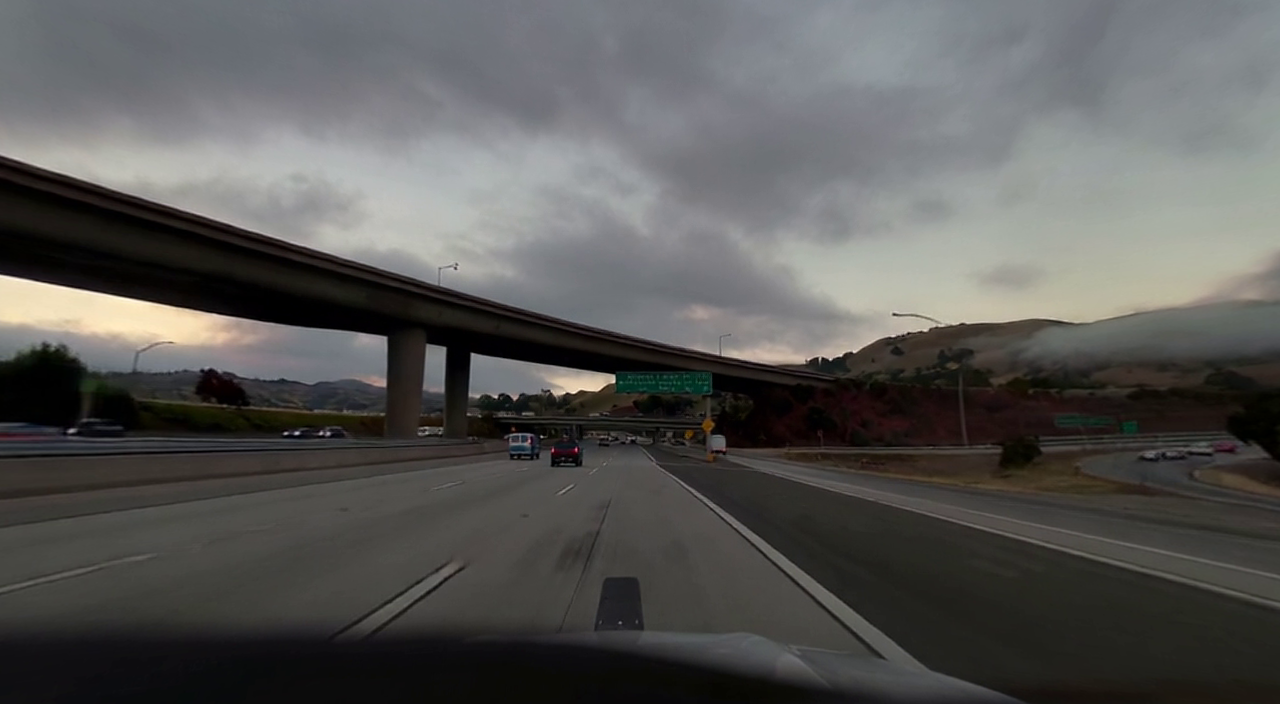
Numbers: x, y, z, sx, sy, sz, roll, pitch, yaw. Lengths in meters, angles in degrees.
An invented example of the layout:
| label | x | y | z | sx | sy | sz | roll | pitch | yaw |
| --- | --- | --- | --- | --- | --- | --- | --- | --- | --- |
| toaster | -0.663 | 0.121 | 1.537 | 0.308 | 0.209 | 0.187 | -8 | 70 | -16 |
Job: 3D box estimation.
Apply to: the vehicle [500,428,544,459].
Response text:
| label | x | y | z | sx | sy | sz | roll | pitch | yaw |
| --- | --- | --- | --- | --- | --- | --- | --- | --- | --- |
| vehicle | -8.036 | 6.315 | 43.405 | 2.132 | 1.984 | 4.639 | 0 | -8 | 0 |

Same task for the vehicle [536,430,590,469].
| label | x | y | z | sx | sy | sz | roll | pitch | yaw |
| --- | --- | --- | --- | --- | --- | --- | --- | --- | --- |
| vehicle | -3.864 | 5.022 | 32.527 | 2.144 | 1.847 | 4.850 | 0 | -8 | 0 |

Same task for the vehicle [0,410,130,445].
| label | x | y | z | sx | sy | sz | roll | pitch | yaw |
| --- | --- | --- | --- | --- | --- | --- | --- | --- | --- |
| vehicle | -30.091 | 4.043 | 33.038 | 1.941 | 1.677 | 5.525 | 0 | -8 | 0 |

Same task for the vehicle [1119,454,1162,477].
| label | x | y | z | sx | sy | sz | roll | pitch | yaw |
| --- | --- | --- | --- | --- | --- | --- | --- | --- | --- |
| vehicle | 36.950 | 8.369 | 46.577 | 1.929 | 1.517 | 3.993 | -5 | -10 | 32 |

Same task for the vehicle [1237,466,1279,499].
| label | x | y | z | sx | sy | sz | roll | pitch | yaw |
| --- | --- | --- | --- | --- | --- | --- | --- | --- | --- |
| vehicle | 34.836 | 7.096 | 34.396 | 1.944 | 1.528 | 4.123 | -4 | -9 | 25 |
